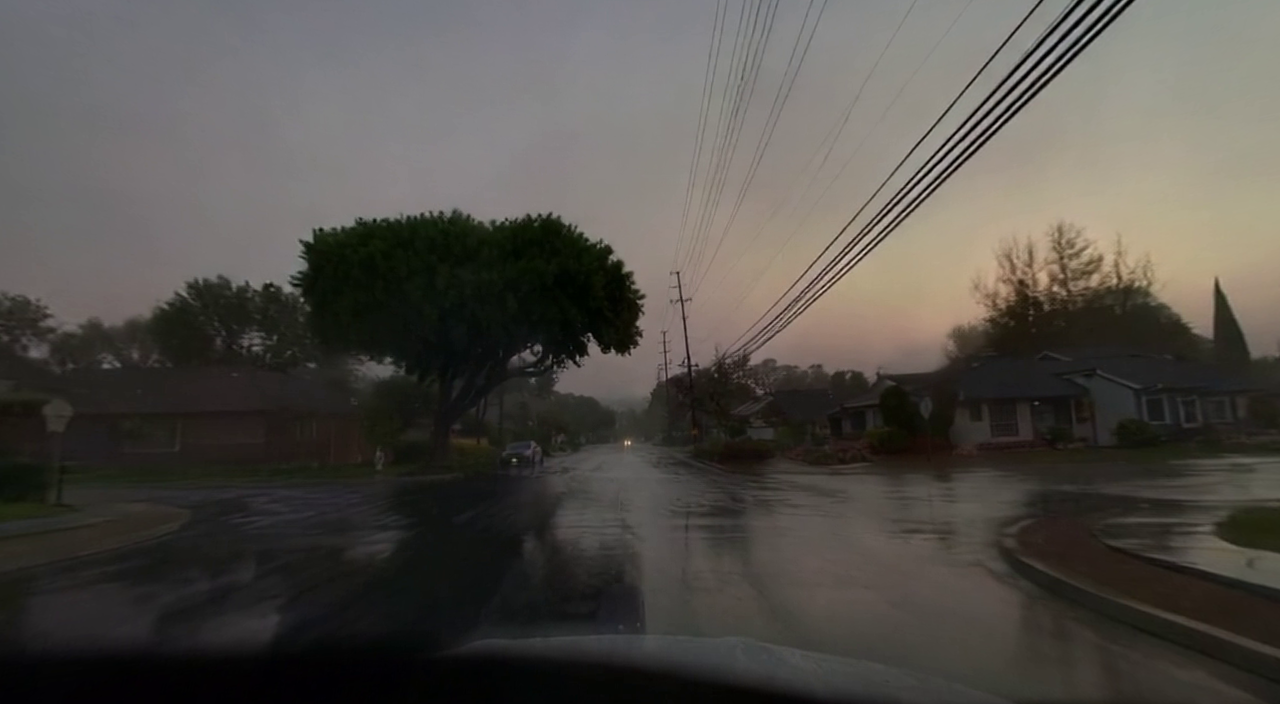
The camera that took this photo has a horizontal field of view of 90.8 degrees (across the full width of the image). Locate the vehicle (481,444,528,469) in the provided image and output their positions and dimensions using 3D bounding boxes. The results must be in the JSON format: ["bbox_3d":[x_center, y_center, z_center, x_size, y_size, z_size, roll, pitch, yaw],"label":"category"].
[{"bbox_3d":[-8.566,6.637,40.418,2.095,1.491,4.422,0,-8,-1],"label":"vehicle"}]
